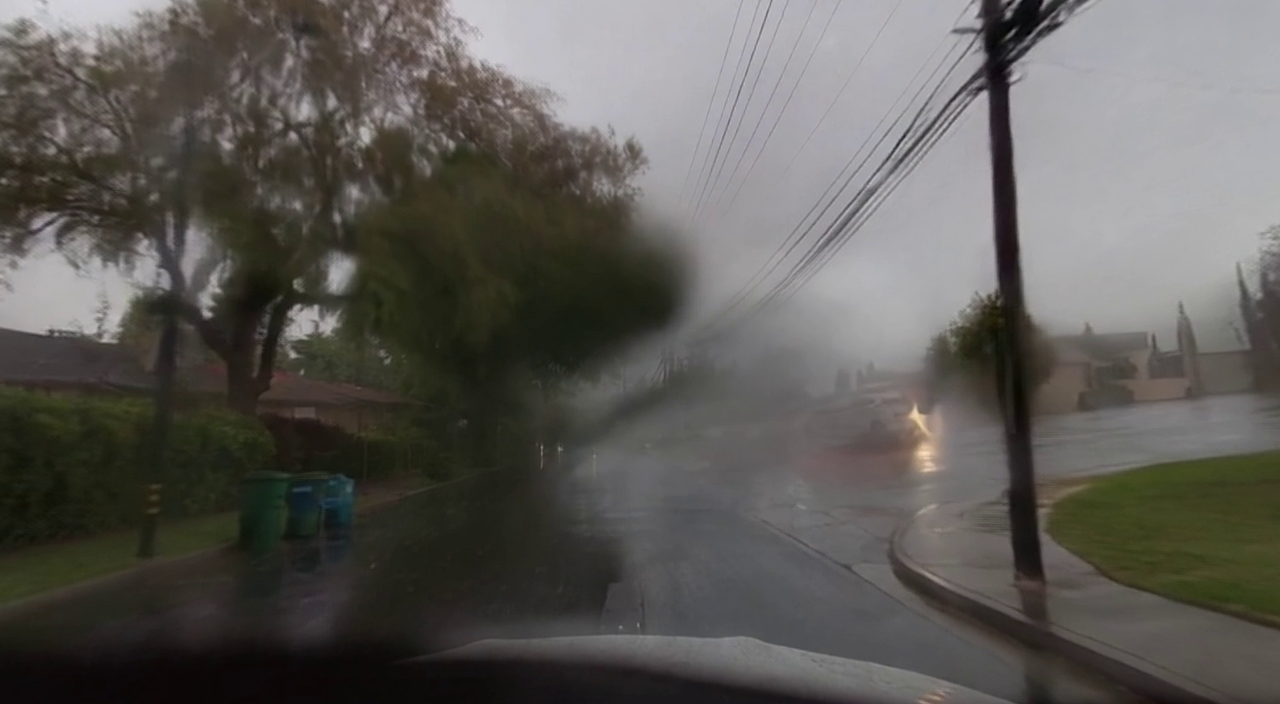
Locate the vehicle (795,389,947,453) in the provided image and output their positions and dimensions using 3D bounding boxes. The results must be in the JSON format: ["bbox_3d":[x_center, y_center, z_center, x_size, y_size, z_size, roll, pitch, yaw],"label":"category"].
[{"bbox_3d":[7.858,2.409,21.528,4.780,1.984,1.896,4,-9,-24],"label":"vehicle"}]
